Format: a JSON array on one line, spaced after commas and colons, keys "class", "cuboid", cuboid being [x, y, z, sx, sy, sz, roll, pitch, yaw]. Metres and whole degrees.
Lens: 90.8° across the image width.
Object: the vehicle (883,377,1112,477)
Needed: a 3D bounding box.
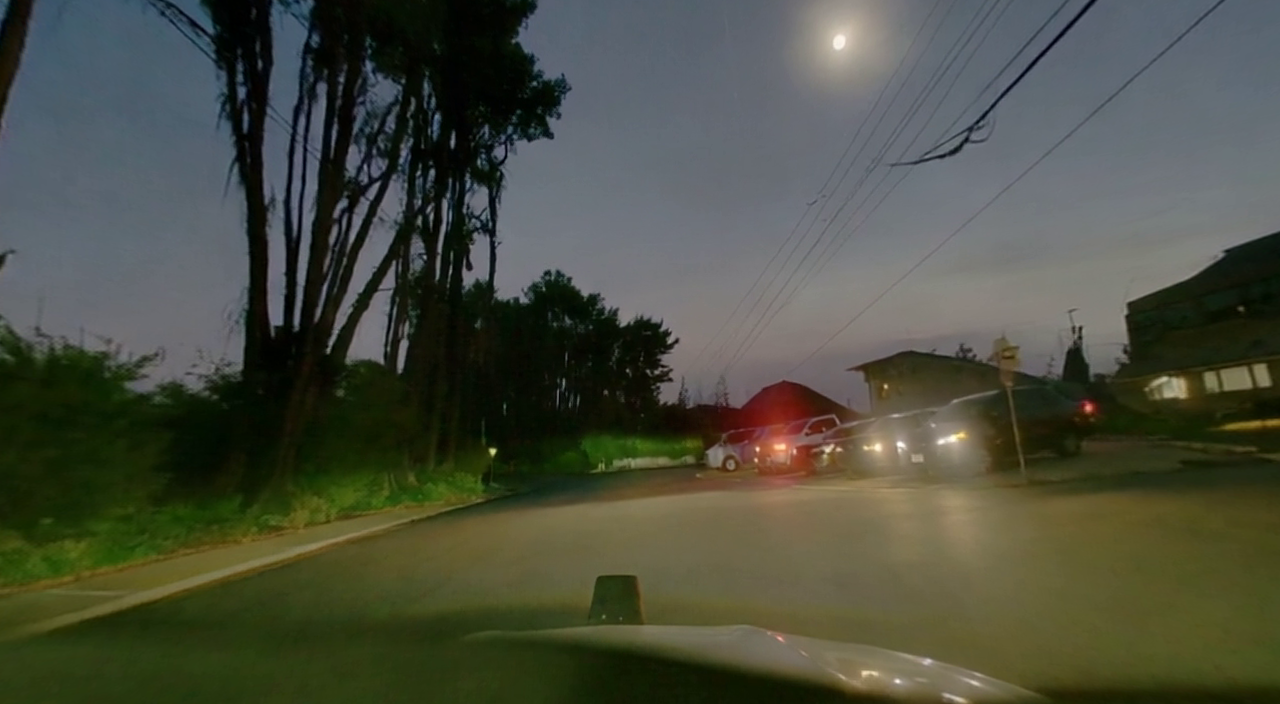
[{"class": "vehicle", "cuboid": [8.127, 1.750, 14.366, 4.780, 1.984, 1.896, 4, -9, -23]}]
